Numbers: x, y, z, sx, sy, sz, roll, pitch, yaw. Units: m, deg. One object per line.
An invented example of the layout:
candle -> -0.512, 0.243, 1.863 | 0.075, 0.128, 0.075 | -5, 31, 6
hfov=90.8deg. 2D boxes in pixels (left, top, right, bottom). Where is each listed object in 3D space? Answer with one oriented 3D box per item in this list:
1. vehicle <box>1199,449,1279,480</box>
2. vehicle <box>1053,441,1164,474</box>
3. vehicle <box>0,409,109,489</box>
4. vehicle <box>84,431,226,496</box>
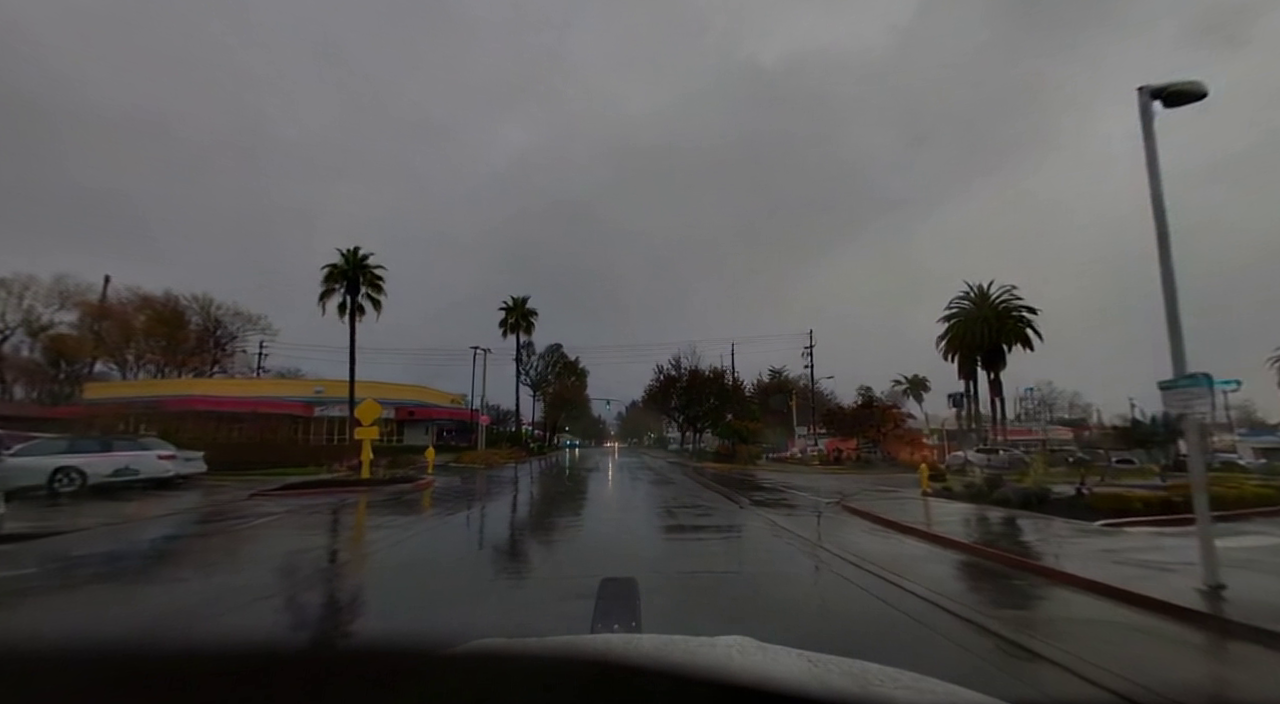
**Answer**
vehicle -> 36.587, 6.723, 37.919 | 4.241, 1.743, 2.016 | 1, -9, -5
vehicle -> 27.437, 6.190, 37.109 | 4.839, 1.845, 2.037 | 0, -9, -2
vehicle -> -15.846, 2.510, 16.598 | 2.002, 1.809, 4.772 | 4, -9, -30
vehicle -> -12.806, 2.943, 17.042 | 1.860, 1.485, 4.641 | 4, -10, -23
